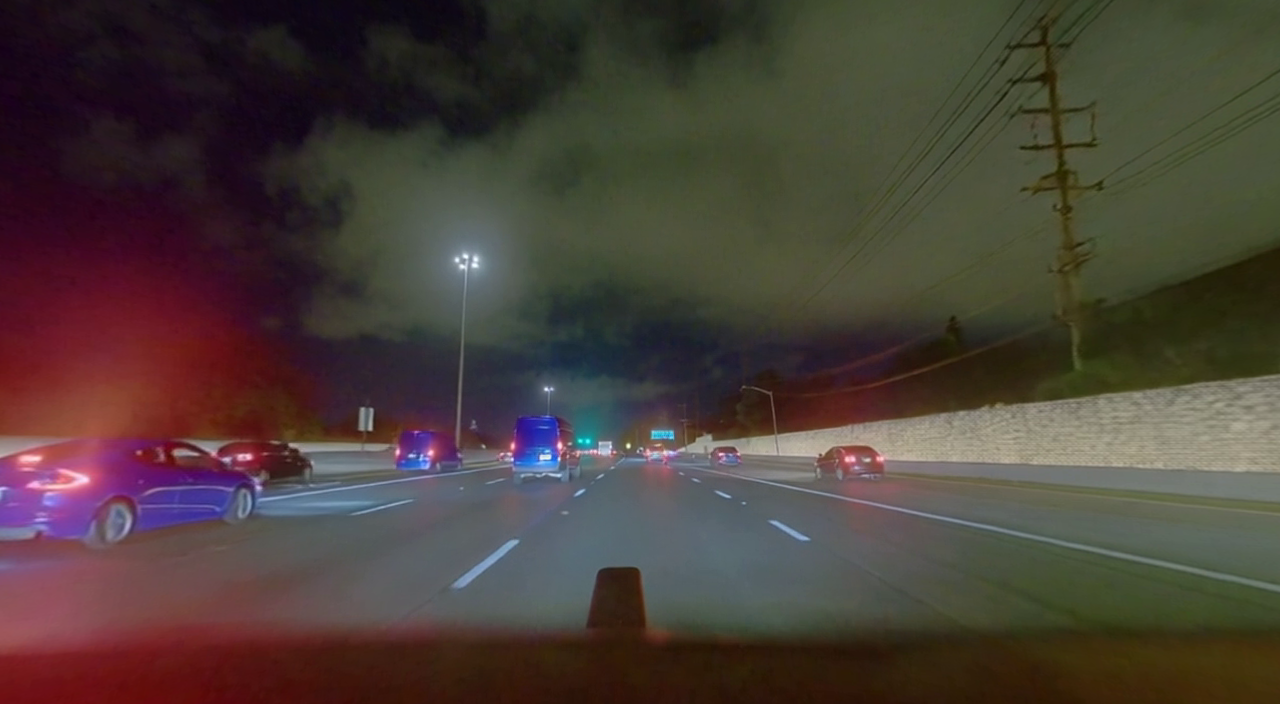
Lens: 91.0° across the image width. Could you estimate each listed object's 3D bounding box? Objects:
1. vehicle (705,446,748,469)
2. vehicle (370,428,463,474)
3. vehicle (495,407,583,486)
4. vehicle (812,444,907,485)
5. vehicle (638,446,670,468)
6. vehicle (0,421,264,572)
[{"bbox_3d":[6.086,7.473,44.734,2.095,1.504,4.536,0,-9,-4],"label":"vehicle"},{"bbox_3d":[-11.425,5.143,32.889,2.596,2.162,6.328,0,-9,0],"label":"vehicle"},{"bbox_3d":[-3.692,3.642,24.381,2.395,2.660,5.827,0,-9,0],"label":"vehicle"},{"bbox_3d":[8.623,4.451,25.200,2.052,1.470,4.364,0,-9,-3],"label":"vehicle"},{"bbox_3d":[0.965,7.445,44.821,2.084,1.492,4.137,0,-9,-1],"label":"vehicle"},{"bbox_3d":[-7.543,1.823,8.691,1.967,1.525,4.458,0,-9,-1],"label":"vehicle"}]
